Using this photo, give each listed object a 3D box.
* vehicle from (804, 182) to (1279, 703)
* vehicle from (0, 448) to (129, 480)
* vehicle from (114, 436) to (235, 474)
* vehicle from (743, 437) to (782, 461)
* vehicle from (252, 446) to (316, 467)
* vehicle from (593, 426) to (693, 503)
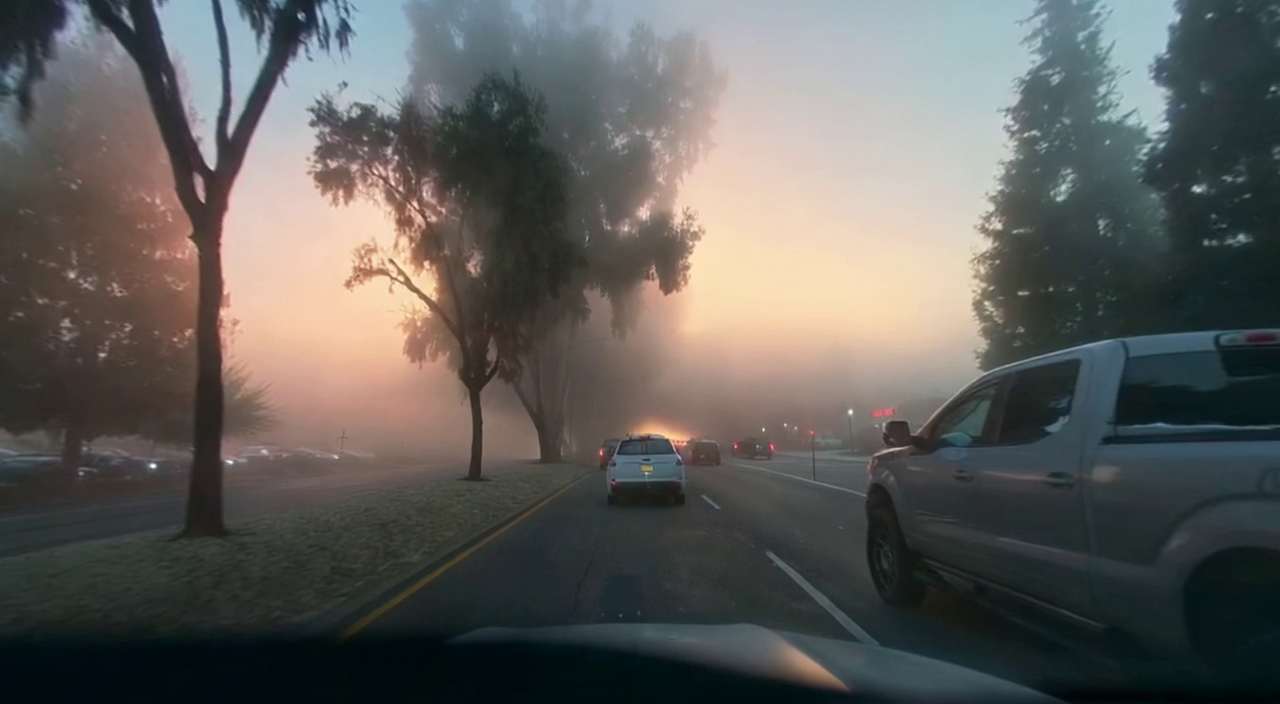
[{"bbox_3d":[3.299,0.857,4.068,2.731,2.101,6.047,0,-8,-1],"label":"vehicle"},{"bbox_3d":[-27.869,5.401,30.441,4.578,1.446,1.899,0,-9,-1],"label":"vehicle"},{"bbox_3d":[-32.363,7.210,44.264,2.664,2.215,7.903,-4,-9,-1],"label":"vehicle"},{"bbox_3d":[8.730,6.943,45.120,2.091,1.612,4.121,0,-8,2],"label":"vehicle"},{"bbox_3d":[-28.260,8.320,49.991,3.894,1.527,1.872,-1,-10,-1],"label":"vehicle"},{"bbox_3d":[0.044,2.740,15.699,2.145,1.650,4.021,0,-8,-1],"label":"vehicle"}]
